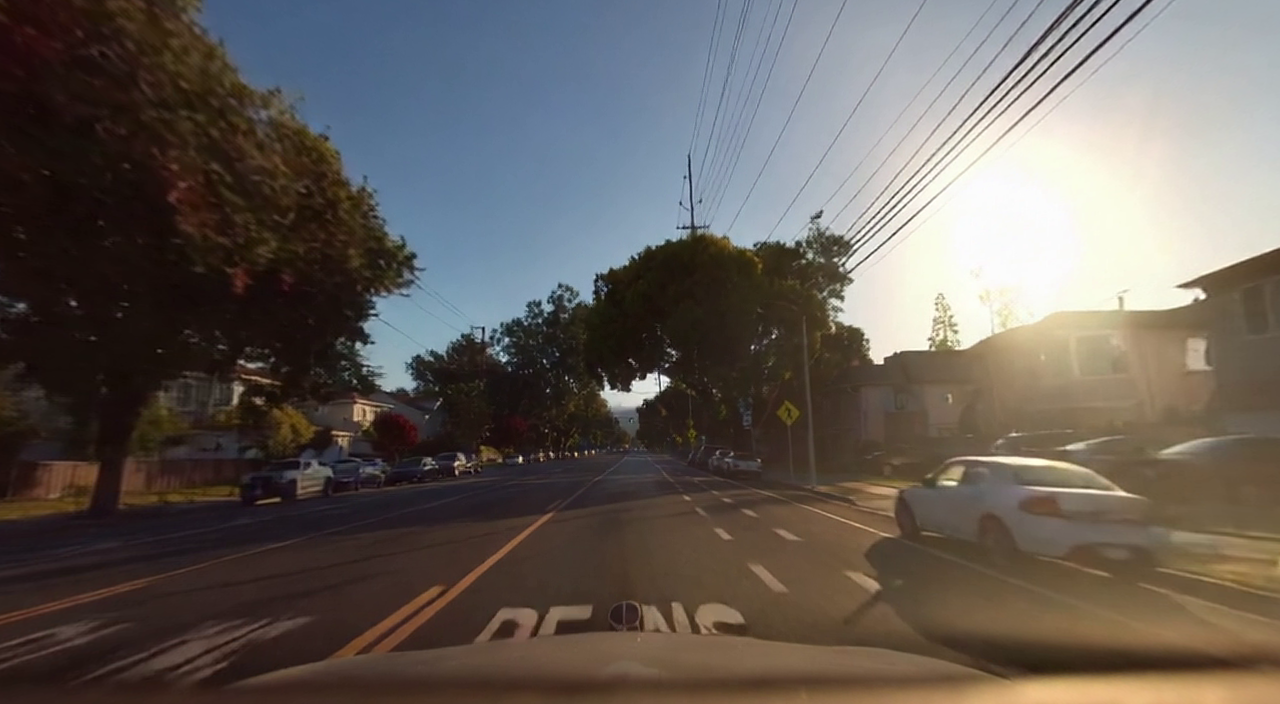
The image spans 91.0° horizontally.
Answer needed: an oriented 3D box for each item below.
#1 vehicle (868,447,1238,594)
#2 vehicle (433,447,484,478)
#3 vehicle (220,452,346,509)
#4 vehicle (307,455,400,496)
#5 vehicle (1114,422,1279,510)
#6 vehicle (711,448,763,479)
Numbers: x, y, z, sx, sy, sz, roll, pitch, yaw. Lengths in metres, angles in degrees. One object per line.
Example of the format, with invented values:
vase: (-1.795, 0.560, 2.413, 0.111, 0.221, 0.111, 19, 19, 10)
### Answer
vehicle: (5.043, 2.066, 8.708, 2.022, 1.464, 4.462, 0, -9, -1)
vehicle: (-12.194, 7.458, 42.668, 2.116, 1.875, 4.675, -3, -9, 0)
vehicle: (-12.357, 4.432, 22.173, 1.999, 1.650, 4.381, -3, -9, -2)
vehicle: (-12.214, 5.275, 27.192, 1.877, 1.474, 4.419, -2, -9, 1)
vehicle: (12.523, 2.282, 12.780, 4.110, 1.622, 1.985, 0, -9, 0)
vehicle: (4.976, 5.726, 32.723, 1.924, 1.471, 4.259, 0, -9, -1)
